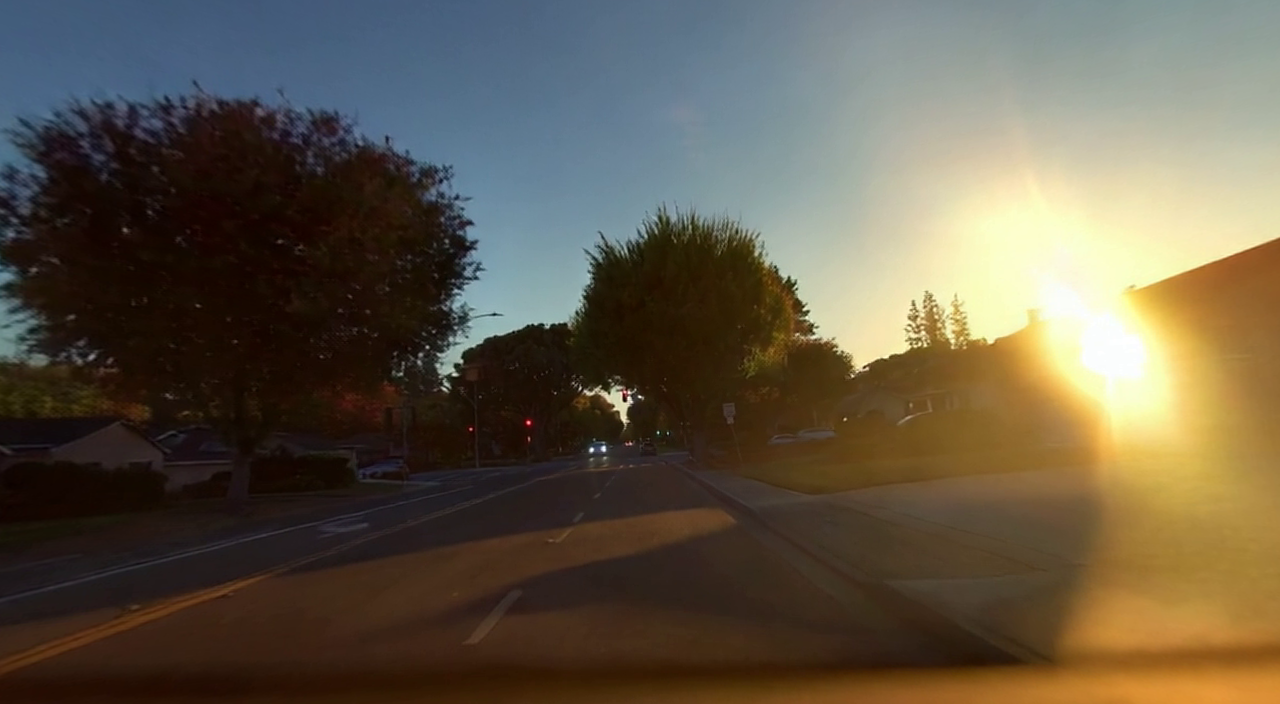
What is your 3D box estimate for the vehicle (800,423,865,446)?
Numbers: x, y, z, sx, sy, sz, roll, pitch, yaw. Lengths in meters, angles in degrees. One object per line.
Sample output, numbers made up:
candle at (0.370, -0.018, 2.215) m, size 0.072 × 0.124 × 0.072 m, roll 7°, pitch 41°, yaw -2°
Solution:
vehicle at (14.657, 6.333, 48.036) m, size 4.319 × 1.700 × 2.034 m, roll 0°, pitch -8°, yaw 1°
